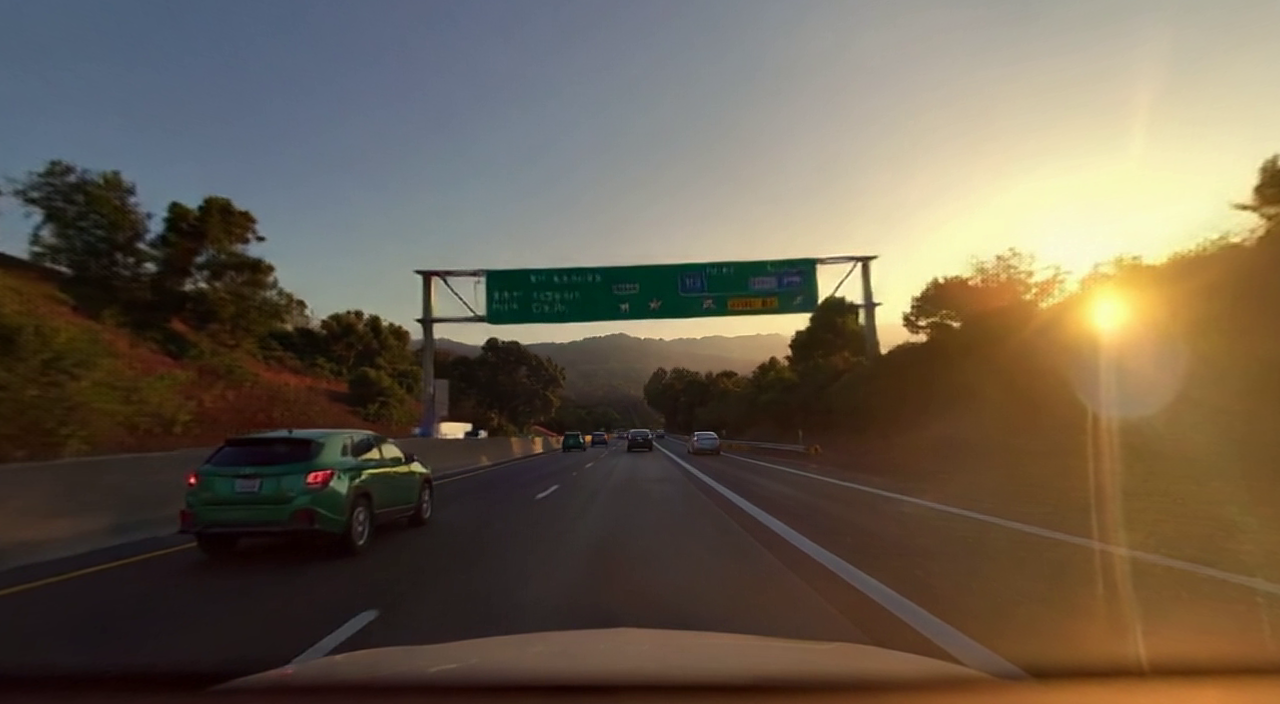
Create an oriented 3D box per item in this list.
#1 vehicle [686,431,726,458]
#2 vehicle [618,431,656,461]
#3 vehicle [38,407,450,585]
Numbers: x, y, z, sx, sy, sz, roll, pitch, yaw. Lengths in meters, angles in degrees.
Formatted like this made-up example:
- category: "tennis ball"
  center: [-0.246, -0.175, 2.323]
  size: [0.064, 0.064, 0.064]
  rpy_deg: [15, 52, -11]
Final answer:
- category: "vehicle"
  center: [3.850, 5.443, 37.229]
  size: [1.841, 1.491, 3.869]
  rpy_deg: [0, -8, -2]
- category: "vehicle"
  center: [-0.158, 4.863, 32.879]
  size: [1.869, 1.466, 3.356]
  rpy_deg: [0, -8, 0]
- category: "vehicle"
  center: [-4.122, 1.551, 7.846]
  size: [2.023, 1.512, 4.804]
  rpy_deg: [0, -8, 0]
